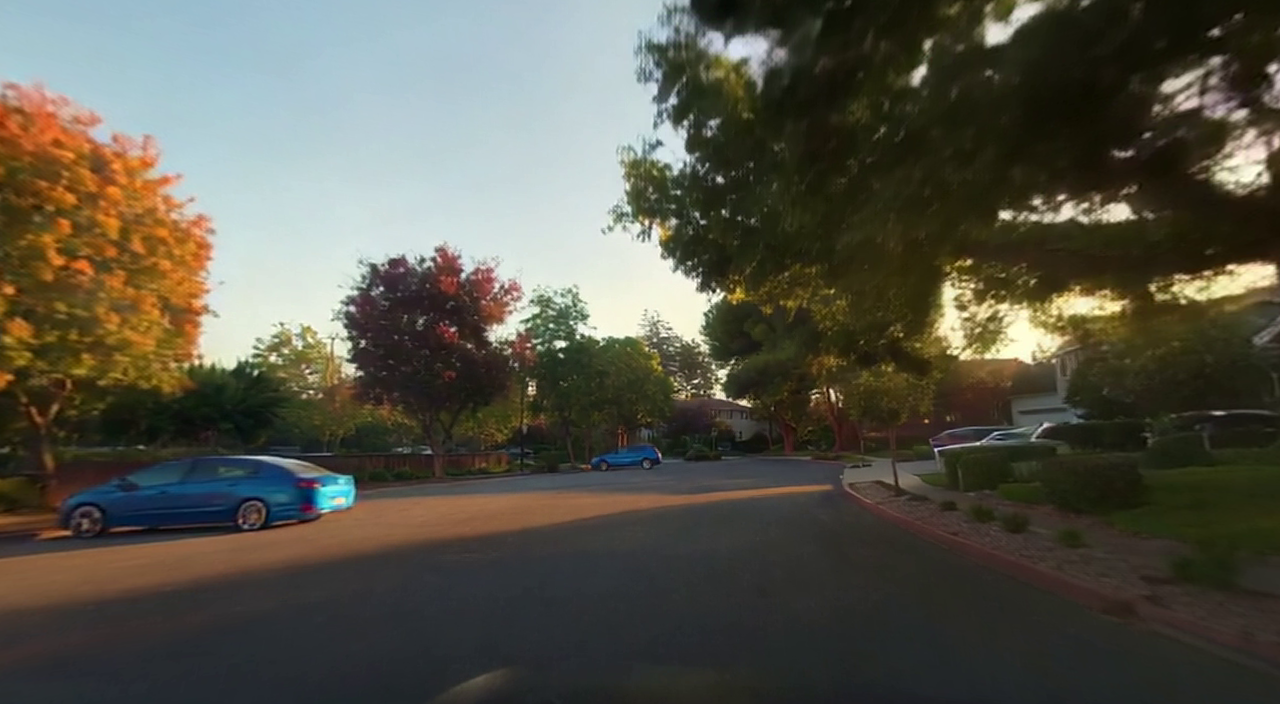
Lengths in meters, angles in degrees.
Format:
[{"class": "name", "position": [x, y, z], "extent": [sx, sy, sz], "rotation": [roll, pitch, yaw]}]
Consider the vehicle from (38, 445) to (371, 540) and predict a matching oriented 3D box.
[{"class": "vehicle", "position": [-7.568, 2.427, 11.309], "extent": [4.653, 1.480, 1.871], "rotation": [-1, -8, 4]}]

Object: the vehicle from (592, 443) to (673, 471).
[{"class": "vehicle", "position": [-0.439, 6.450, 39.023], "extent": [4.692, 1.660, 1.879], "rotation": [-2, -9, 15]}]
